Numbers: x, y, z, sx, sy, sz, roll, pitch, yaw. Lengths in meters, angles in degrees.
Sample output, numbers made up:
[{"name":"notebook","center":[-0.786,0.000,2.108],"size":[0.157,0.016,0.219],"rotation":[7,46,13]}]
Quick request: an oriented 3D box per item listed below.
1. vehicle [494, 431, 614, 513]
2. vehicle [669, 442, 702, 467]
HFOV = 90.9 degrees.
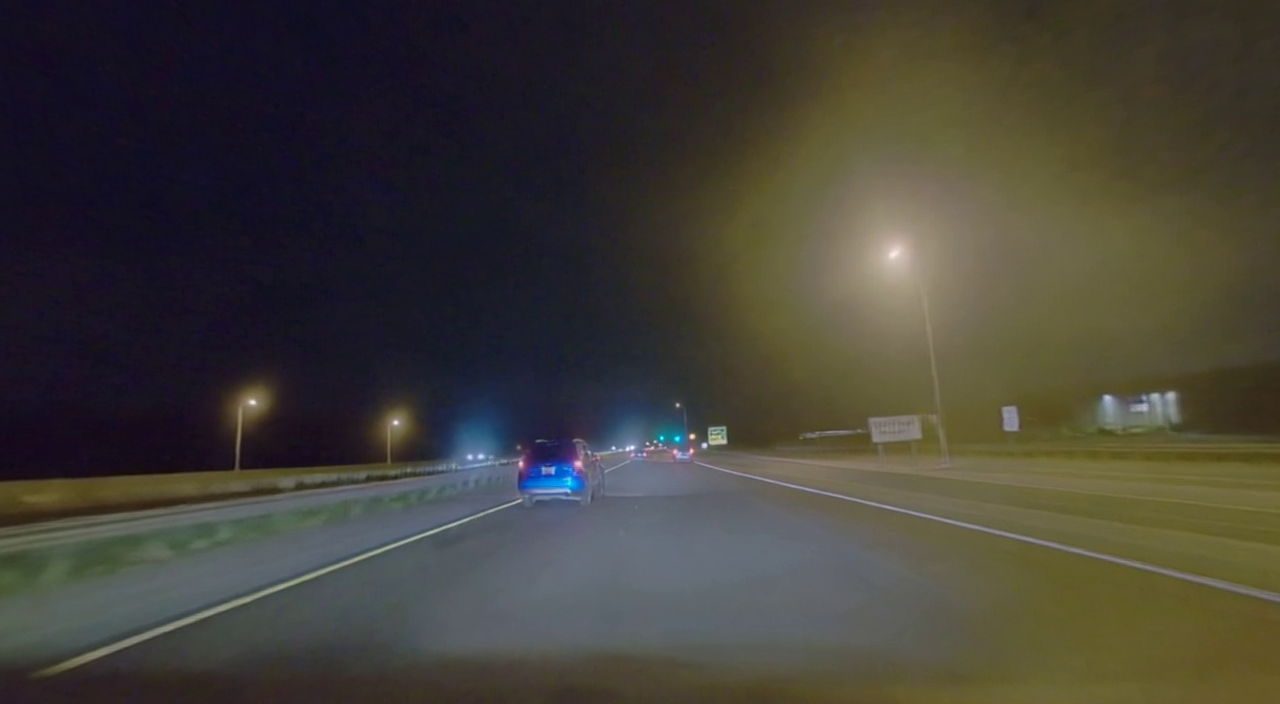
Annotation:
[{"name":"vehicle","center":[-1.901,2.851,15.484],"size":[2.143,1.693,4.513],"rotation":[-1,-9,2]},{"name":"vehicle","center":[3.186,7.263,44.805],"size":[2.073,1.621,3.993],"rotation":[-1,-9,1]}]
